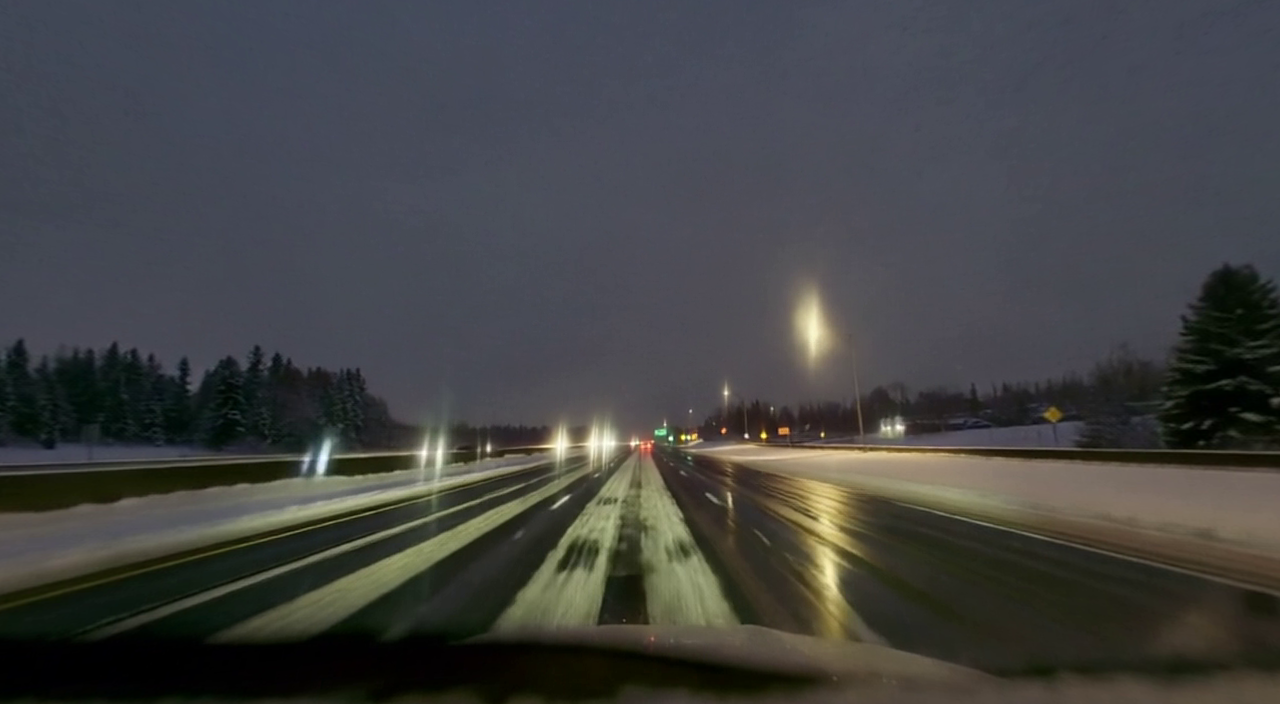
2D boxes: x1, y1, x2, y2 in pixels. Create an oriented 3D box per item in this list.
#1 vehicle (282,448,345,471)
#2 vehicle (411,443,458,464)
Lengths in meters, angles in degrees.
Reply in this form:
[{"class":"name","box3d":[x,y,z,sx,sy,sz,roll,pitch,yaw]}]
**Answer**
[{"class":"vehicle","box3d":[-22.911,7.542,44.507,1.940,1.482,4.652,0,-8,1]},{"class":"vehicle","box3d":[-15.591,7.718,48.100,2.003,1.470,4.450,0,-8,1]}]
